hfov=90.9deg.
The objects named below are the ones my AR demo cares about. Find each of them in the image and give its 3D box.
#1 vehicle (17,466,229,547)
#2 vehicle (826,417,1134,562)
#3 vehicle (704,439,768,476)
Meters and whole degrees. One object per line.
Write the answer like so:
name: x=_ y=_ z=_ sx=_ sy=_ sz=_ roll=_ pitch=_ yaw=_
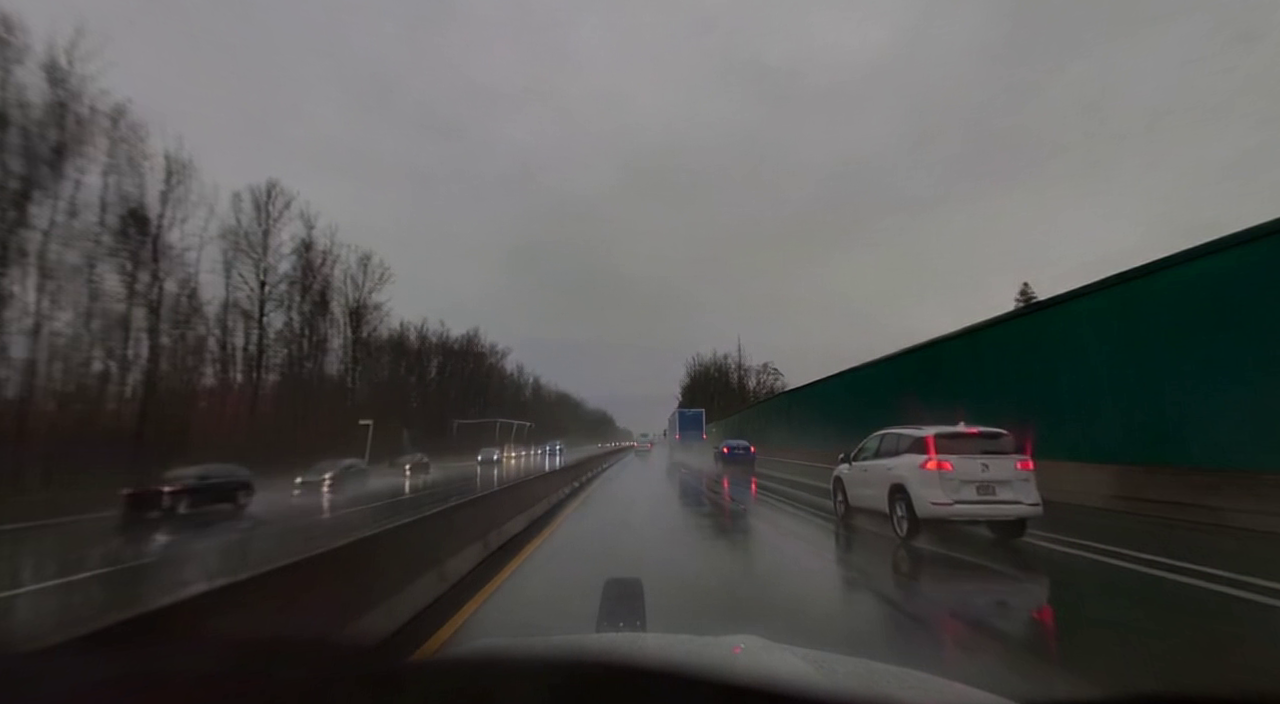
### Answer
vehicle: x=-11.803 y=3.501 z=14.811 sx=1.822 sy=1.462 sz=3.905 roll=1 pitch=-8 yaw=-4
vehicle: x=4.282 y=1.773 z=8.854 sx=1.940 sy=1.539 sz=4.005 roll=1 pitch=-8 yaw=-2
vehicle: x=4.099 y=4.560 z=27.613 sx=2.000 sy=1.473 sz=4.440 roll=0 pitch=-8 yaw=-2
